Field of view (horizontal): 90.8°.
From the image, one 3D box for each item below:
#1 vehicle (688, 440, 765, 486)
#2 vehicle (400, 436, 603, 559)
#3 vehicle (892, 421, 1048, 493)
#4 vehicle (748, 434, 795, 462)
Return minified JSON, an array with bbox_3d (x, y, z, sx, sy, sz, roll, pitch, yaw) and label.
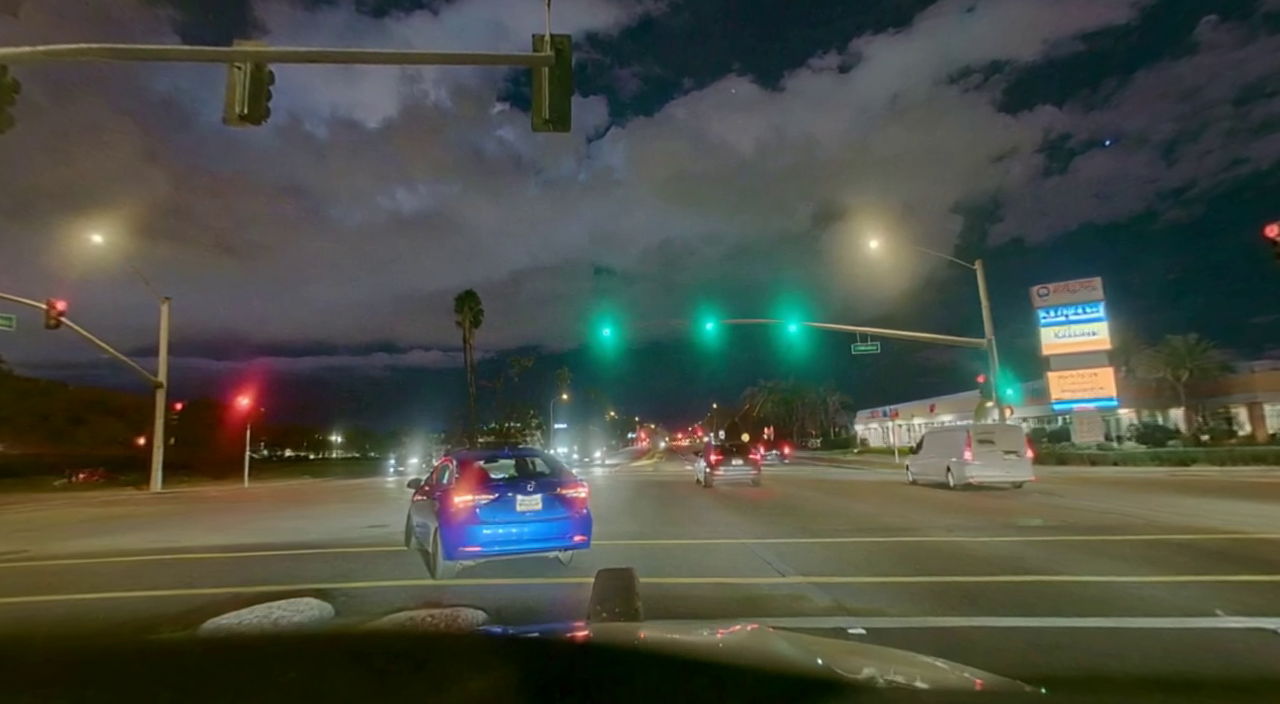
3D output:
[{"bbox_3d":[2.922,3.852,22.309,1.977,1.449,4.254,0,-8,-2],"label":"vehicle"},{"bbox_3d":[-2.410,2.116,10.065,2.089,1.471,4.206,4,-10,-27],"label":"vehicle"},{"bbox_3d":[9.624,3.110,19.006,2.059,1.859,4.690,0,-8,-1],"label":"vehicle"},{"bbox_3d":[9.344,6.886,45.354,2.027,1.848,5.158,1,-9,-3],"label":"vehicle"}]
